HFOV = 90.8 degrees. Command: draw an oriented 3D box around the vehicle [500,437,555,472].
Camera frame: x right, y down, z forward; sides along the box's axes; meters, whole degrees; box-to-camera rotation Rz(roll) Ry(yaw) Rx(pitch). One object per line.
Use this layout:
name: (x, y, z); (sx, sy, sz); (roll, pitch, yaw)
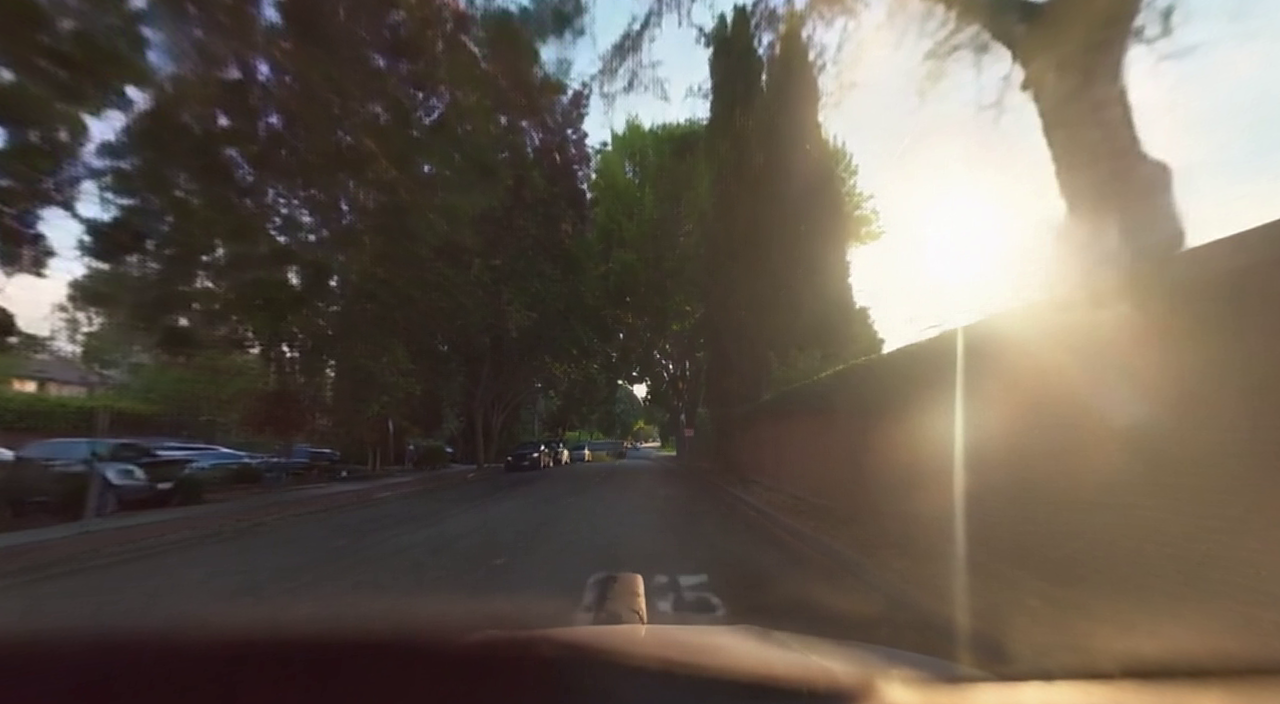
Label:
vehicle: (-6.362, 5.847, 36.509); (2.109, 1.847, 5.553); (0, -7, 0)

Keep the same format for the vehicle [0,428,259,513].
vehicle: (-13.352, 3.006, 16.358); (5.428, 1.908, 2.196); (1, -8, 0)

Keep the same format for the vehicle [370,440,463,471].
vehicle: (-13.818, 6.400, 39.258); (4.991, 1.692, 1.960); (2, -8, -1)
